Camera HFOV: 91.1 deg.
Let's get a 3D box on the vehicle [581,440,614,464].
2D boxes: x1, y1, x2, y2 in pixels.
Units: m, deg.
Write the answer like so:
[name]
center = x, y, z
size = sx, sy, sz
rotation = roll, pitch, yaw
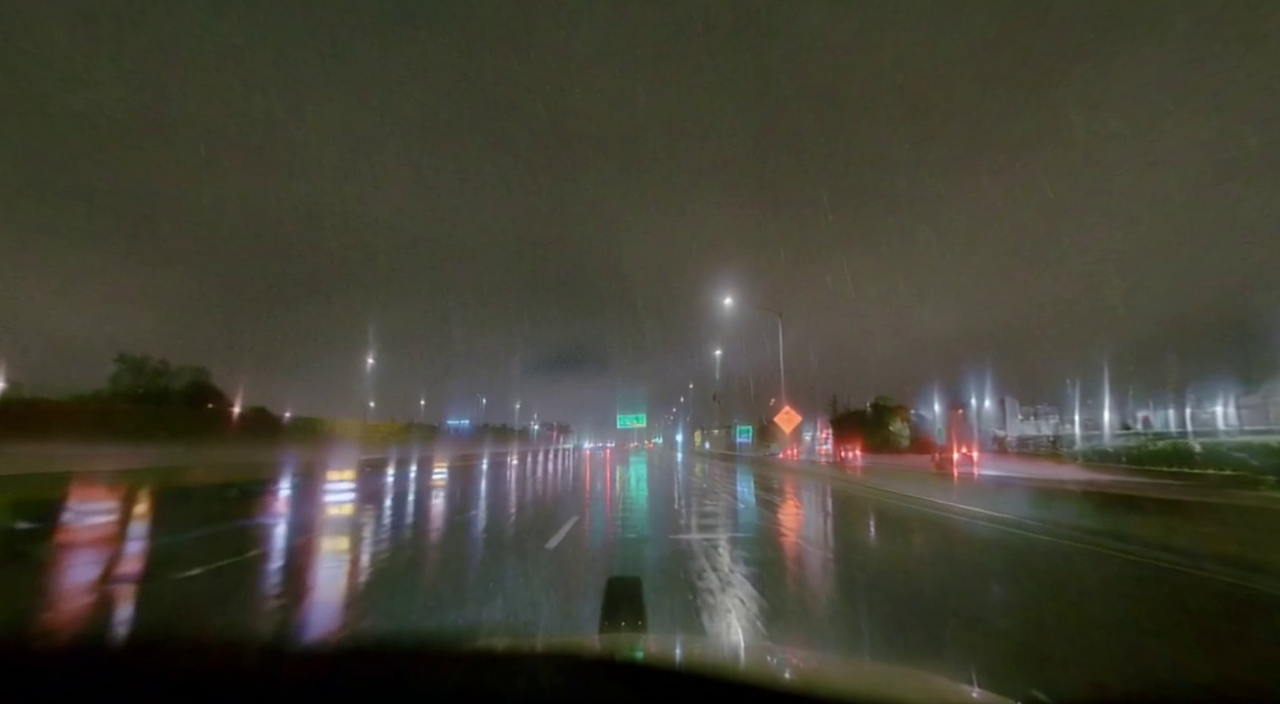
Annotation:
[vehicle]
center = -3.069, 7.326, 46.198
size = 2.078, 1.629, 4.059
rotation = 0, -8, 1
